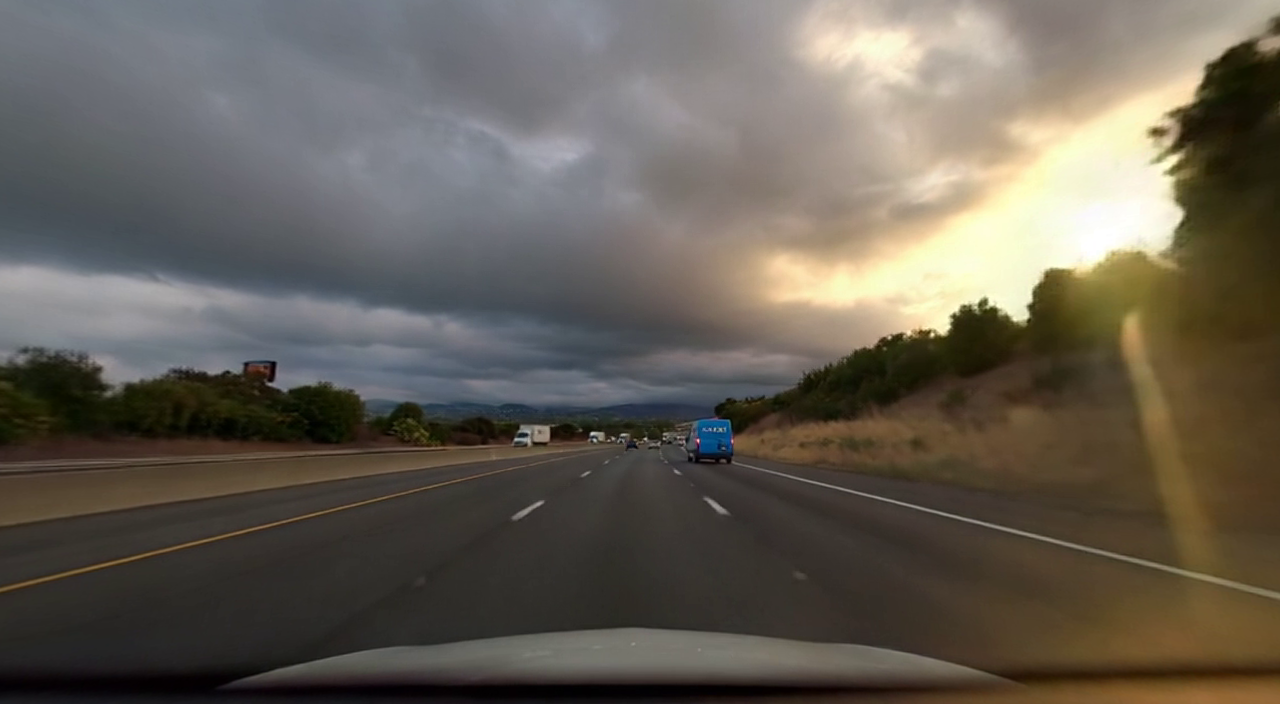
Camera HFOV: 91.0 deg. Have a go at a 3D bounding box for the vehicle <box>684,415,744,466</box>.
[{"bbox_3d":[3.933,4.889,34.736,2.485,2.562,5.535,0,-8,-2],"label":"vehicle"}]
